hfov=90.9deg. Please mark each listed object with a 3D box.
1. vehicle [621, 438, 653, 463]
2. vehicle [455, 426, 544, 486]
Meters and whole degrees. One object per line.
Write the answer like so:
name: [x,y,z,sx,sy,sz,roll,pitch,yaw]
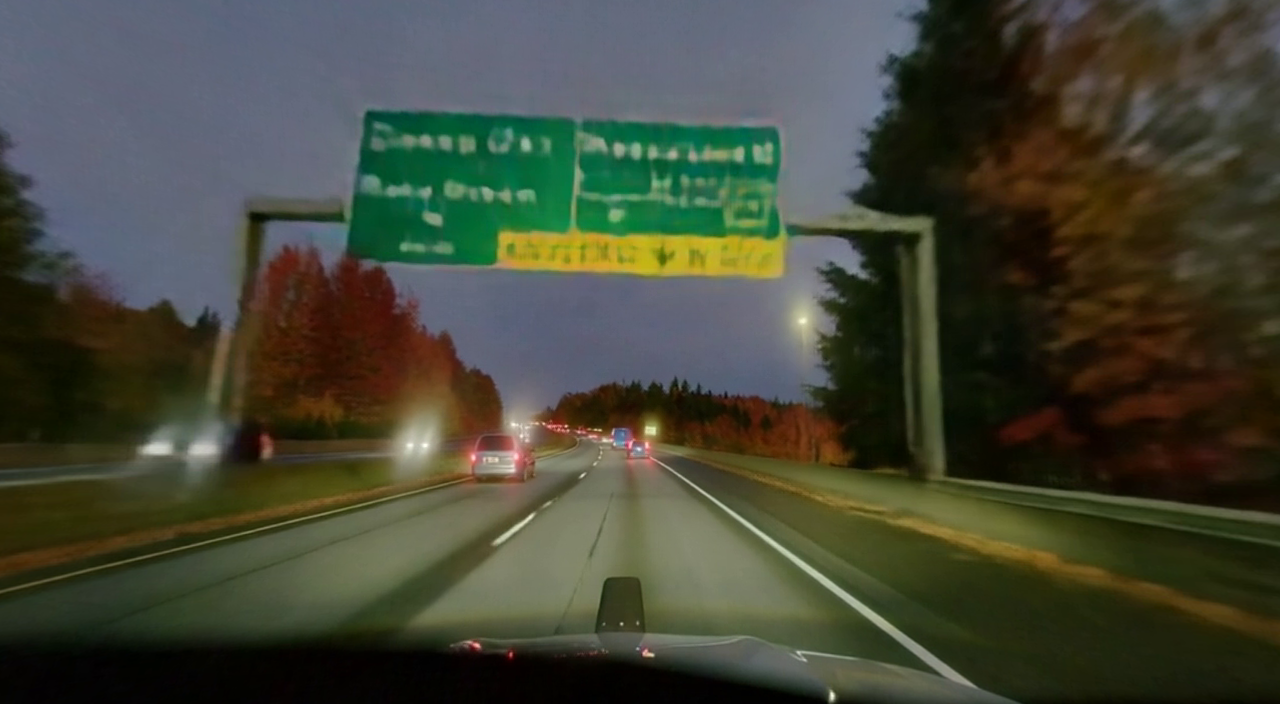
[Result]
vehicle: [-0.209,6.242,39.961,1.939,1.497,3.863,0,-8,-1]
vehicle: [-4.411,3.325,20.443,1.924,1.720,4.195,0,-8,0]
